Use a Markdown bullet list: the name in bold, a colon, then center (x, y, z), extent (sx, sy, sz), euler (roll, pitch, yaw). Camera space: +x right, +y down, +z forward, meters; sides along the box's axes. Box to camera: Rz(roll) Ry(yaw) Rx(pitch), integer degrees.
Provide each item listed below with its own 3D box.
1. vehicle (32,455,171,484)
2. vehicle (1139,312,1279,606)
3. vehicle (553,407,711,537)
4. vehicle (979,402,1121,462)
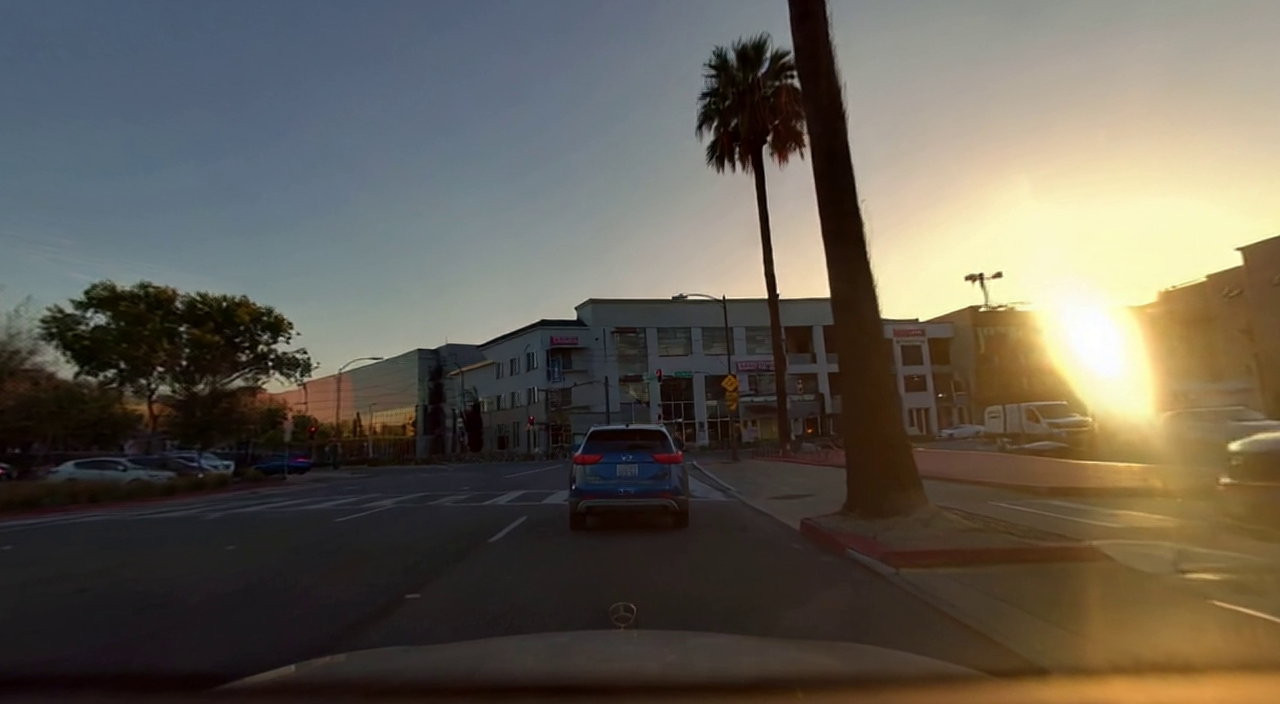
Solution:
- **vehicle**: center (-28.244, 6.156, 33.380), extent (5.154, 1.343, 1.943), euler (4, -9, -24)
- **vehicle**: center (6.219, 0.603, 3.580), extent (4.828, 1.733, 2.231), euler (0, -9, 0)
- **vehicle**: center (-0.154, 1.991, 10.966), extent (2.234, 1.818, 3.869), euler (0, -8, -1)
- **vehicle**: center (16.070, 3.163, 24.624), extent (6.060, 2.047, 2.490), euler (6, -11, -36)
